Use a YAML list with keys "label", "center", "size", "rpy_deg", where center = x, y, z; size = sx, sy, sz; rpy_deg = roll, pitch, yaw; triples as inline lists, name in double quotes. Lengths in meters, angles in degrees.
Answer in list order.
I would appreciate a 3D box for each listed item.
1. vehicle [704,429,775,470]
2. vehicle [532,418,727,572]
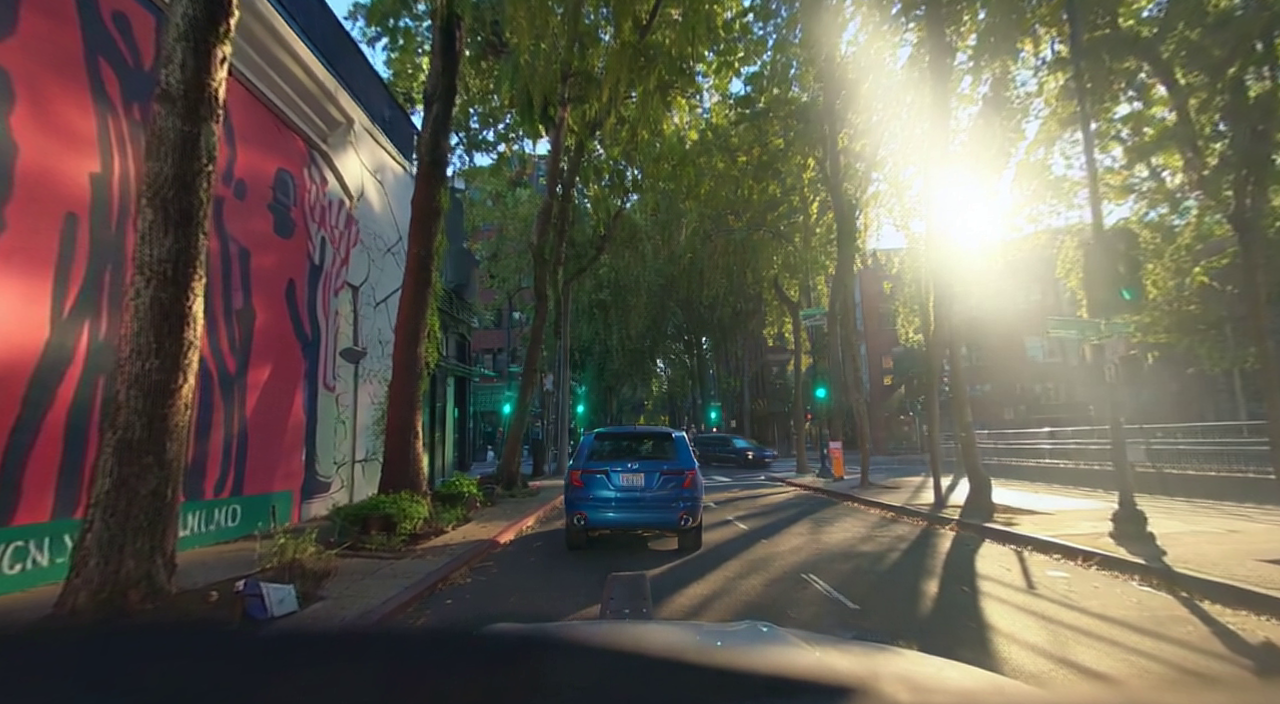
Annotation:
- label: "vehicle"
  center: [5.612, 5.358, 34.814]
  size: [2.448, 2.063, 5.513]
  rpy_deg: [-4, -9, 24]
- label: "vehicle"
  center: [-0.125, 1.822, 8.754]
  size: [2.079, 1.621, 3.861]
  rpy_deg: [0, -8, 0]
